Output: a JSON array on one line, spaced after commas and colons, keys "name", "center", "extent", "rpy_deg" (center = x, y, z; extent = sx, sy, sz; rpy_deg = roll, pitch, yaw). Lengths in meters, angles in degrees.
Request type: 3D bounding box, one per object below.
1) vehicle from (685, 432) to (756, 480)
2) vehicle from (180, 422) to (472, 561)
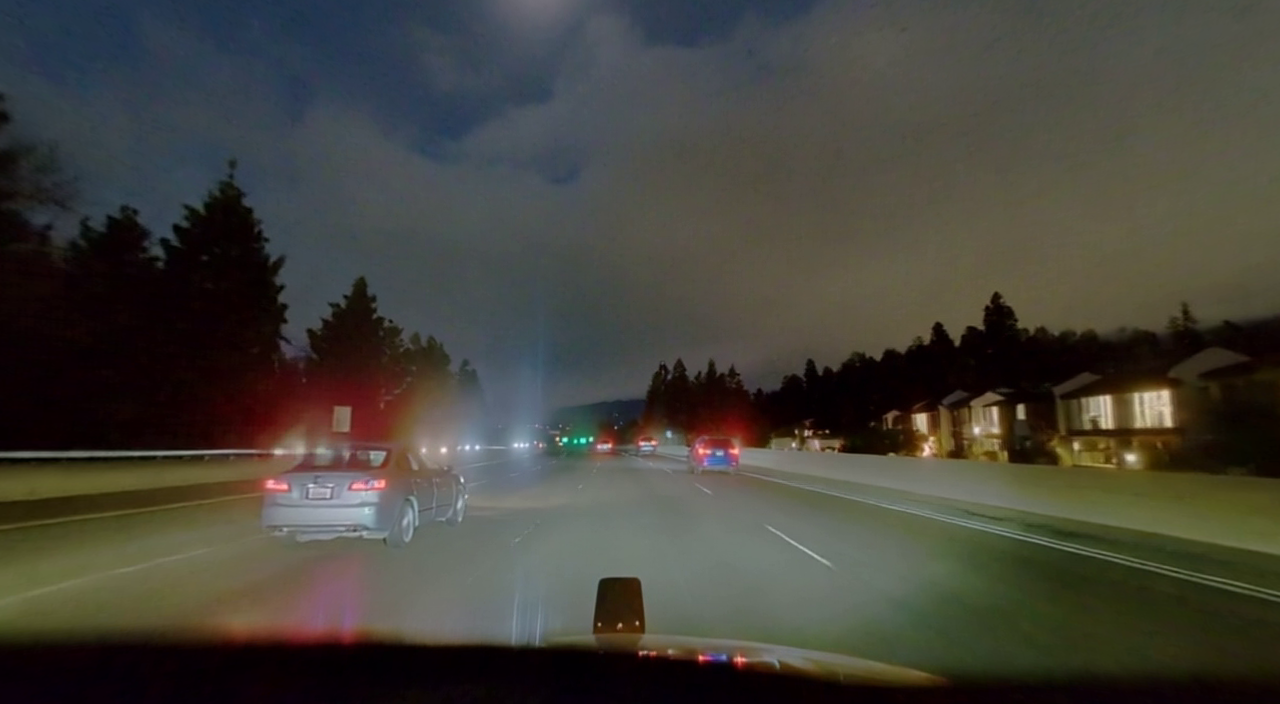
[{"name": "vehicle", "center": [3.031, 4.051, 24.718], "extent": [2.092, 1.686, 4.188], "rpy_deg": [0, -8, -2]}, {"name": "vehicle", "center": [-4.078, 1.883, 9.245], "extent": [2.036, 1.528, 4.400], "rpy_deg": [0, -9, 0]}]
